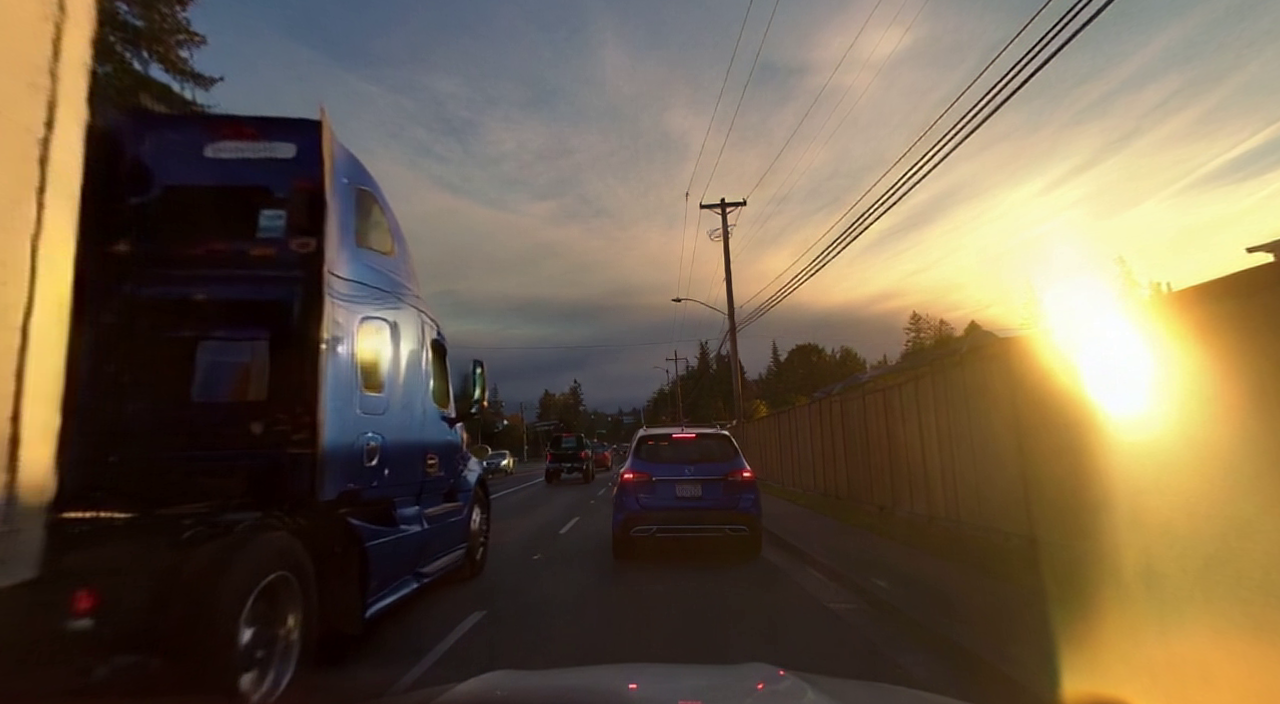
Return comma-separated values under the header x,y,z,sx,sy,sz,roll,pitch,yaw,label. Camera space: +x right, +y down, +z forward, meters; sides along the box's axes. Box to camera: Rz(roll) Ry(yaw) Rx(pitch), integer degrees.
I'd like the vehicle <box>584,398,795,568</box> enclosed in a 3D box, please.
x,y,z,sx,sy,sz,roll,pitch,yaw,label
0.487,1.669,8.673,2.174,1.749,4.113,0,-9,-1,vehicle

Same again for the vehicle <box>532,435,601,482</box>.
x,y,z,sx,sy,sz,roll,pitch,yaw,label
-2.709,4.082,24.323,2.037,1.639,4.213,0,-9,2,vehicle

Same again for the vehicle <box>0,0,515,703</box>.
x,y,z,sx,sy,sz,roll,pitch,yaw,label
-3.110,0.166,3.373,2.928,3.658,8.980,0,-9,1,vehicle
